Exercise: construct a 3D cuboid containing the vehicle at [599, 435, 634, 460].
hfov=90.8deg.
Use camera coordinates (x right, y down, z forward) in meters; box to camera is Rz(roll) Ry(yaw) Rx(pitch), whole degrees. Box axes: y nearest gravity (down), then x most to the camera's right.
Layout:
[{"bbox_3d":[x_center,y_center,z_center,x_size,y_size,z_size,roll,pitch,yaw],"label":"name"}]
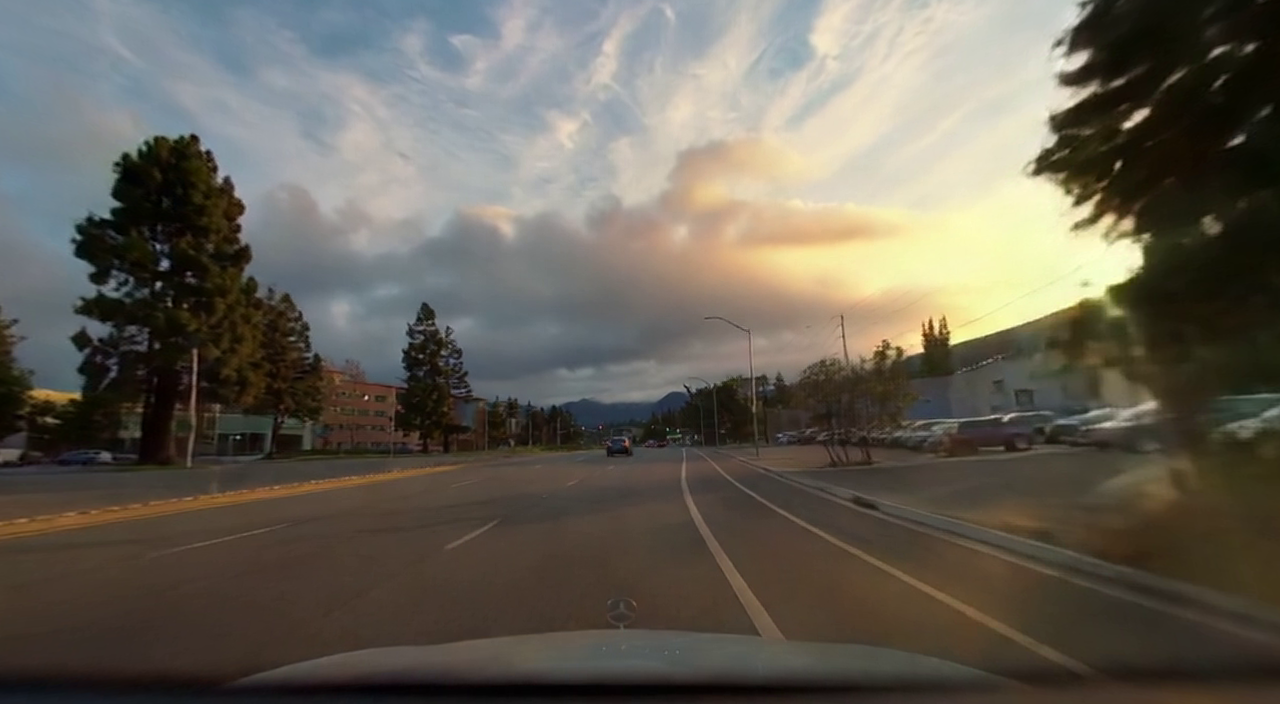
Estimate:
[{"bbox_3d":[-1.598,6.750,44.724,2.121,1.654,3.993,-1,-8,4],"label":"vehicle"}]
